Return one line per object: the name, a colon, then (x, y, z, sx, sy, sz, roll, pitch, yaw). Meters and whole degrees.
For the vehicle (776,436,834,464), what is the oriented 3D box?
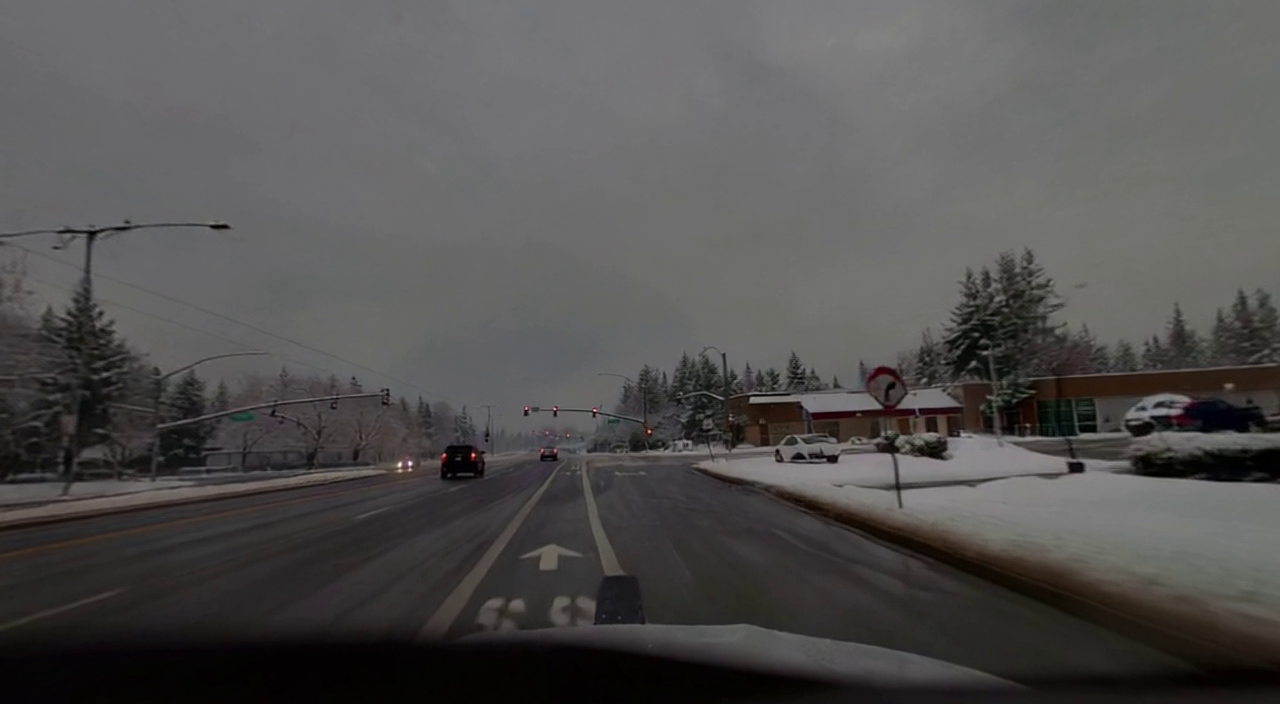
vehicle: (9.779, 5.825, 37.870, 2.076, 1.505, 4.770, -1, -8, -2)

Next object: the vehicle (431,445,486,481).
vehicle: (-9.649, 5.904, 33.981, 1.985, 1.772, 4.479, 0, -9, -5)

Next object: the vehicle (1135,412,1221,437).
vehicle: (36.195, 4.953, 42.638, 1.742, 1.432, 4.338, -1, -9, -4)
